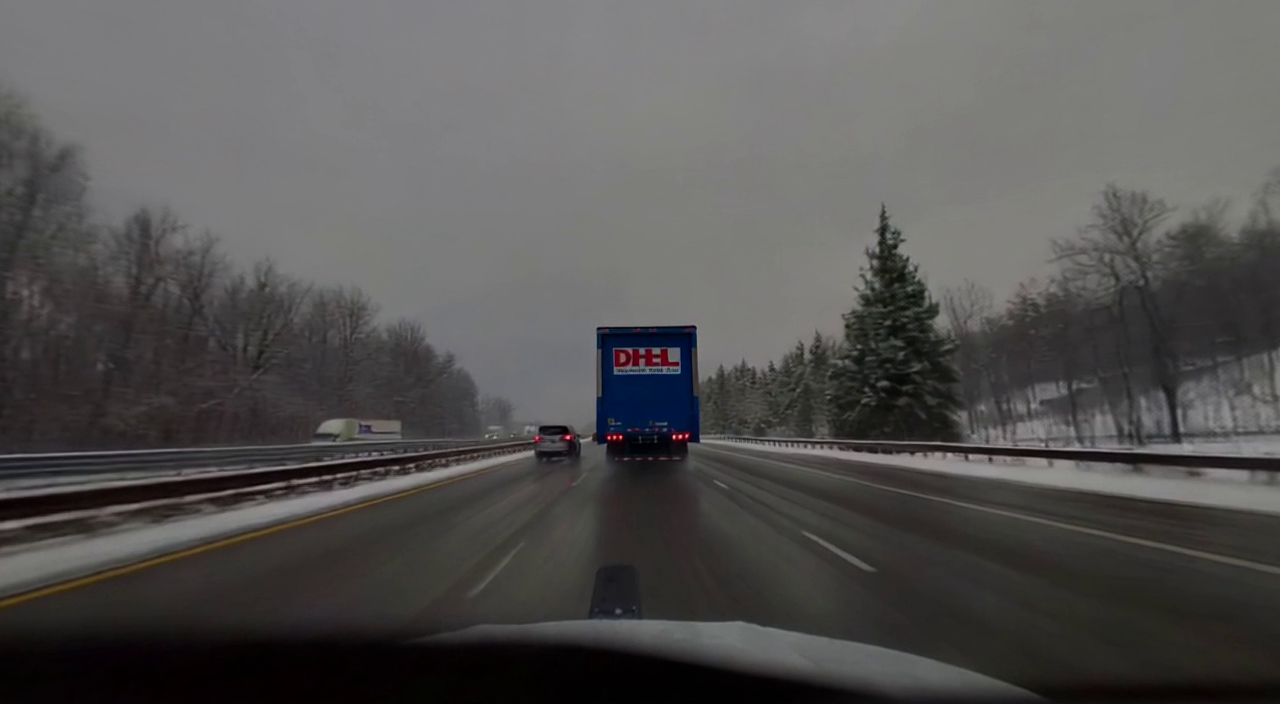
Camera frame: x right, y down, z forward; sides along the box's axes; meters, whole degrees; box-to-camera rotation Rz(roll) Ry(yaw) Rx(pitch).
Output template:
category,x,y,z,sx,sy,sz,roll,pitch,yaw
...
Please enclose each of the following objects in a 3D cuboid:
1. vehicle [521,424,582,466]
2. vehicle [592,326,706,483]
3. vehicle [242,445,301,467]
category,x,y,z,sx,sy,sz,roll,pitch,yaw
vehicle,-4.100,4.382,29.937,2.394,1.787,5.186,0,-8,-3
vehicle,0.152,1.972,21.341,3.011,4.211,8.926,0,-8,-1
vehicle,-26.655,7.504,45.602,1.788,1.507,4.100,0,-8,0
